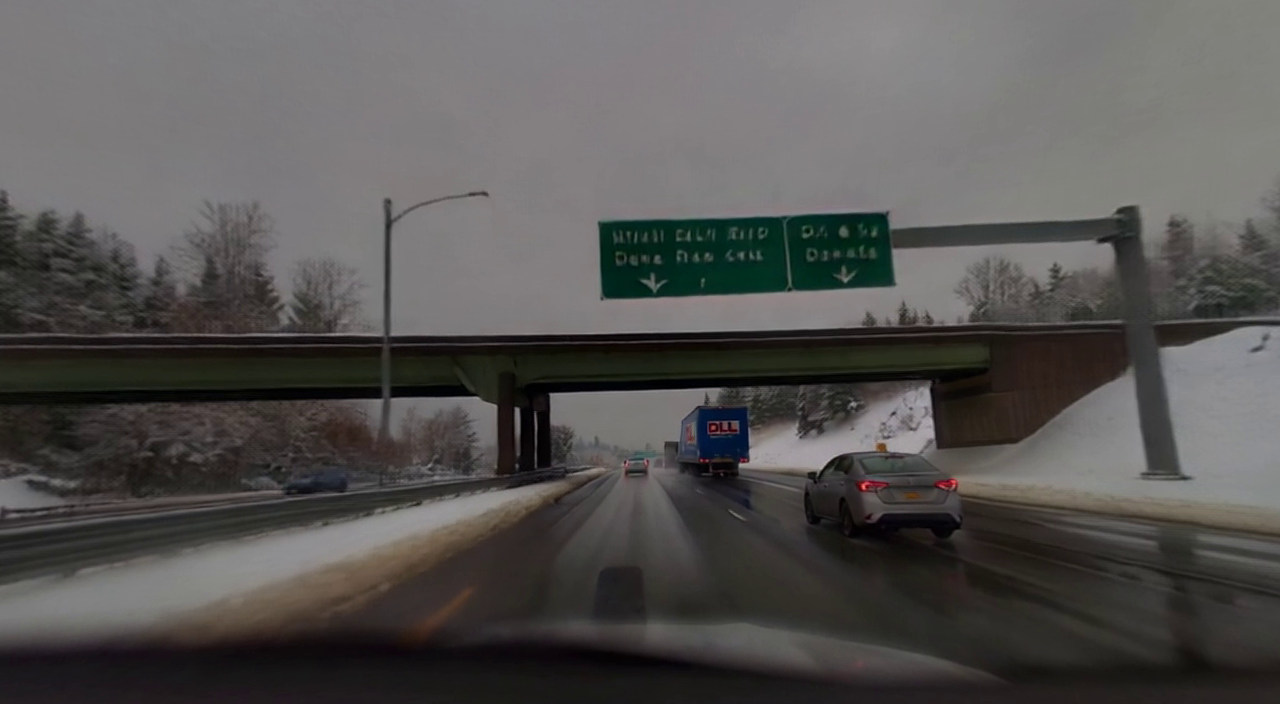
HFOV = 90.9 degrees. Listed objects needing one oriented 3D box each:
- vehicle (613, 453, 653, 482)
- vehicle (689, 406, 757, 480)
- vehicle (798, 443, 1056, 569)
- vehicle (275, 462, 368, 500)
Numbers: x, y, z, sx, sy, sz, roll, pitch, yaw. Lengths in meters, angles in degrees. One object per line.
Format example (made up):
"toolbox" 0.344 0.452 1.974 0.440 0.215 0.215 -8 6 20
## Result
"vehicle" -0.385 6.277 34.495 2.055 1.445 3.661 0 -9 -1
"vehicle" 4.784 5.521 38.107 2.838 3.985 8.010 0 -9 -1
"vehicle" 3.920 2.147 9.574 1.894 1.452 4.164 0 -9 -1
"vehicle" -14.110 5.724 28.260 1.831 1.464 4.303 -1 -9 2
